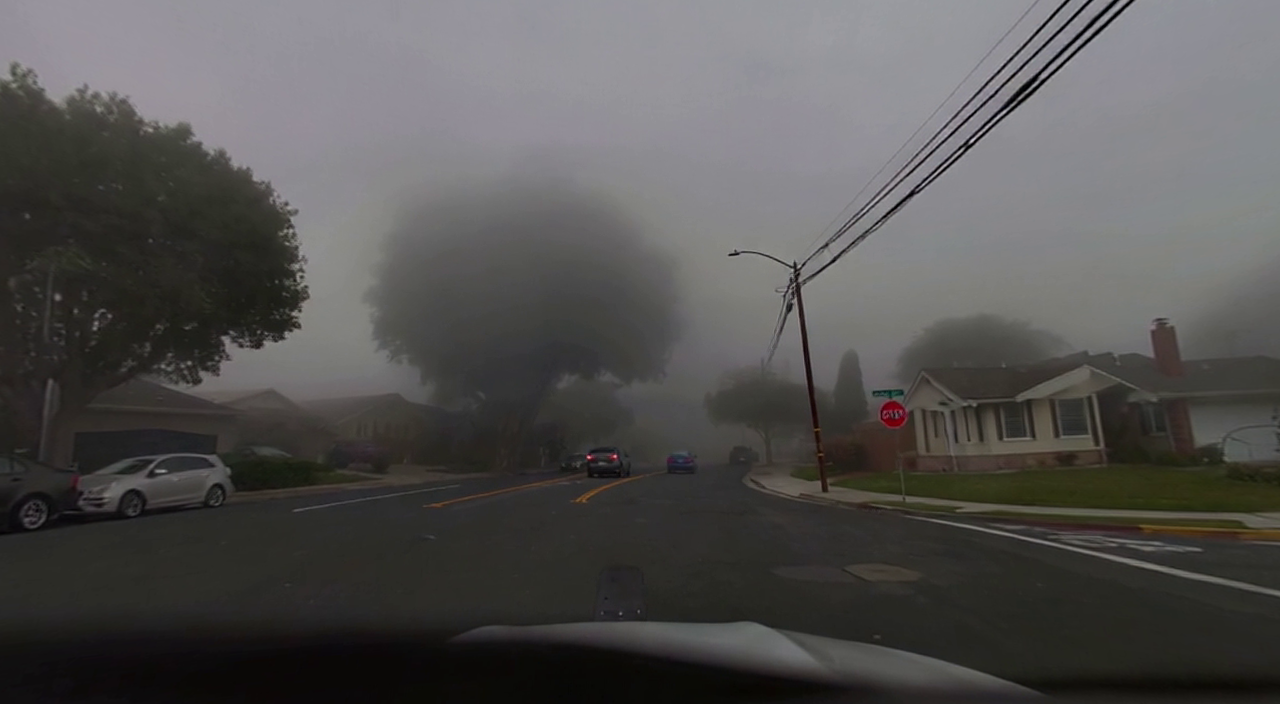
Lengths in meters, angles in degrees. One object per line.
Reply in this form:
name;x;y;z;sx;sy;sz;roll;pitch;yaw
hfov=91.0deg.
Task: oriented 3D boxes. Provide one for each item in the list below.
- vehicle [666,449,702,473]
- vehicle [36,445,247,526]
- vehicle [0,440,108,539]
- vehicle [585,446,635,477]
vehicle;2.921;7.105;41.245;1.955;1.459;4.383;-1;-8;9
vehicle;-13.781;3.715;17.915;2.076;1.864;4.730;-3;-10;1
vehicle;-14.111;2.784;12.312;2.191;1.980;5.888;-4;-9;1
vehicle;-1.664;6.387;36.975;2.178;1.695;4.339;-1;-8;7
